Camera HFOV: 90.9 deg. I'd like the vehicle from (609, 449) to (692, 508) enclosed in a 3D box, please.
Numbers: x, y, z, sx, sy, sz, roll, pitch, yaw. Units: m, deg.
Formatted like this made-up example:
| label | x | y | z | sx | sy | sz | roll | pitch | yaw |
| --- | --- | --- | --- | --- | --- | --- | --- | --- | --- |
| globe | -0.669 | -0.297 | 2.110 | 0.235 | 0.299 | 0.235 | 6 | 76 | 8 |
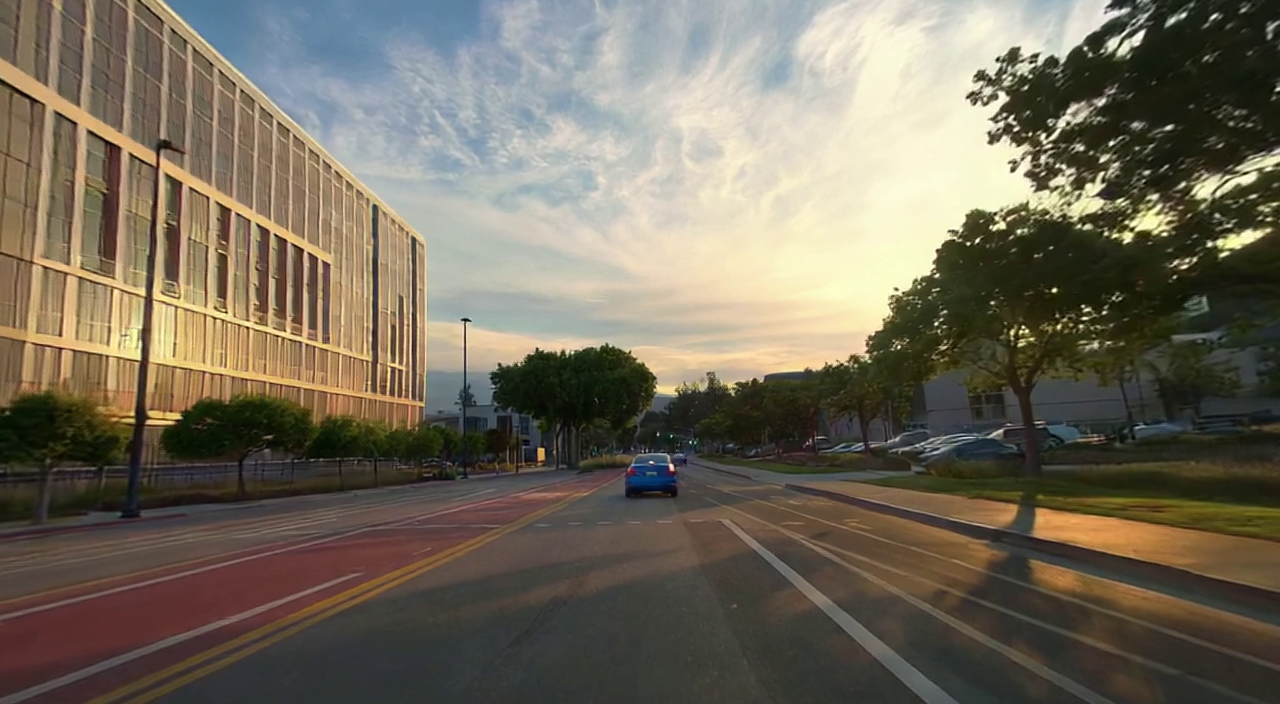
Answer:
| label | x | y | z | sx | sy | sz | roll | pitch | yaw |
| --- | --- | --- | --- | --- | --- | --- | --- | --- | --- |
| vehicle | 0.220 | 3.490 | 17.833 | 2.063 | 1.442 | 4.135 | 0 | -9 | -1 |
